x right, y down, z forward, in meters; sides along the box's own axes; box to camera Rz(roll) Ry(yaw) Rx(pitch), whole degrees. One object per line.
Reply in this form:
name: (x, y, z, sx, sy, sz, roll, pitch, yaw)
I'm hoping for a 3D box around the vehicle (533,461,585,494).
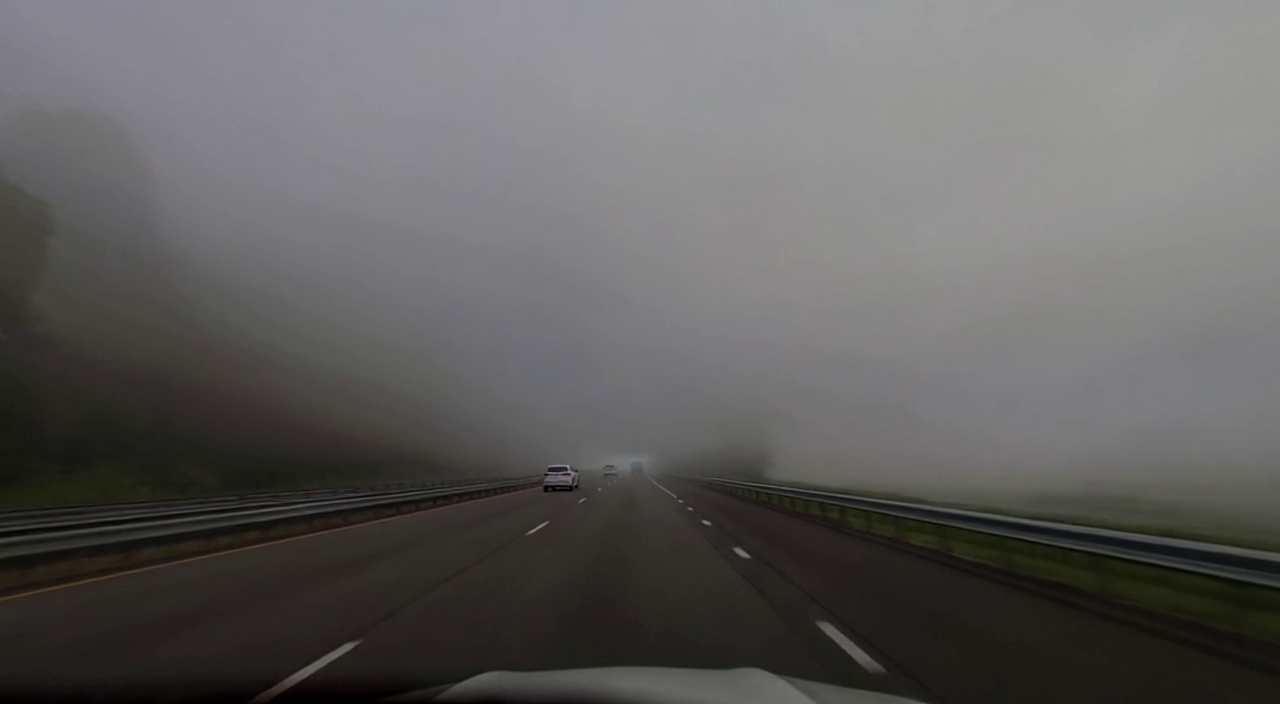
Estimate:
vehicle: (-4.126, 6.524, 32.829, 2.040, 1.525, 4.603, 1, -11, 1)
